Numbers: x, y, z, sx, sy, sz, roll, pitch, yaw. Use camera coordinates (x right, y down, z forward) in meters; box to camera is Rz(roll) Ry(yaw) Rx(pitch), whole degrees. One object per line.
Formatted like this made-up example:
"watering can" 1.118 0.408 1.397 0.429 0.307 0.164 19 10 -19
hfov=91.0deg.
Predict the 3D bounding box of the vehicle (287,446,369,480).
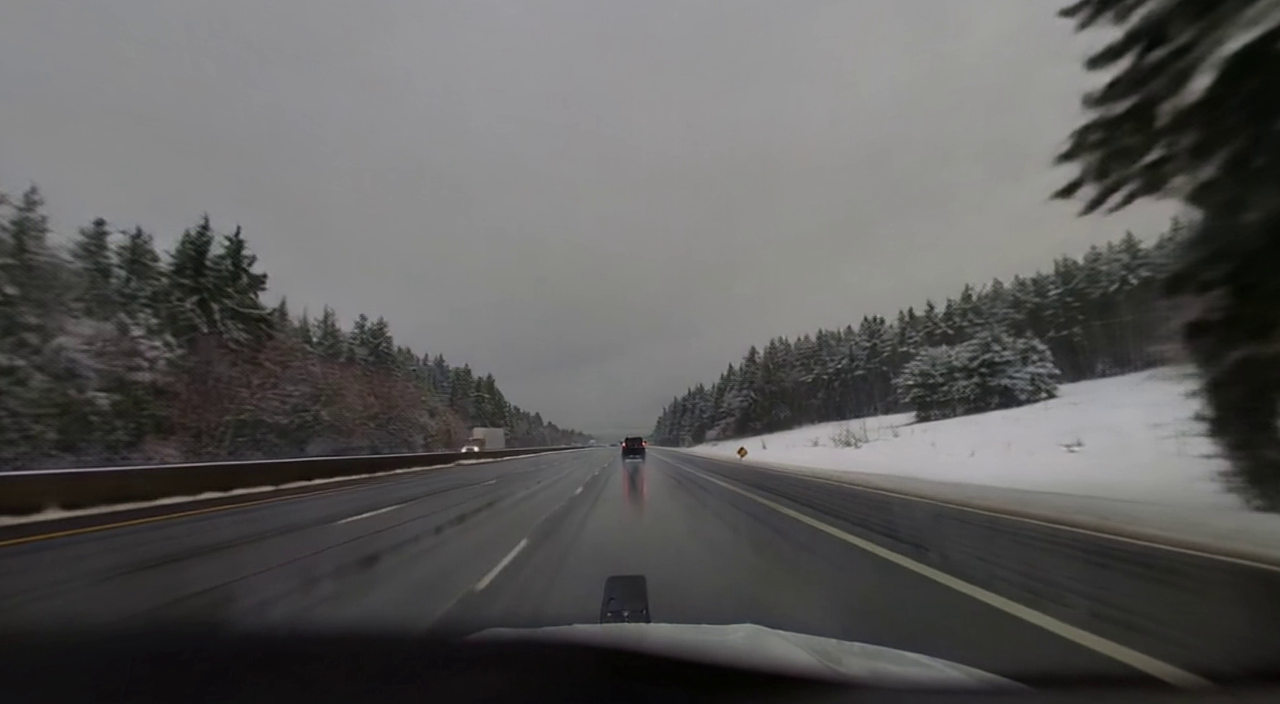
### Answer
"vehicle" -14.531 5.148 29.525 1.852 1.454 3.973 0 -8 -1
